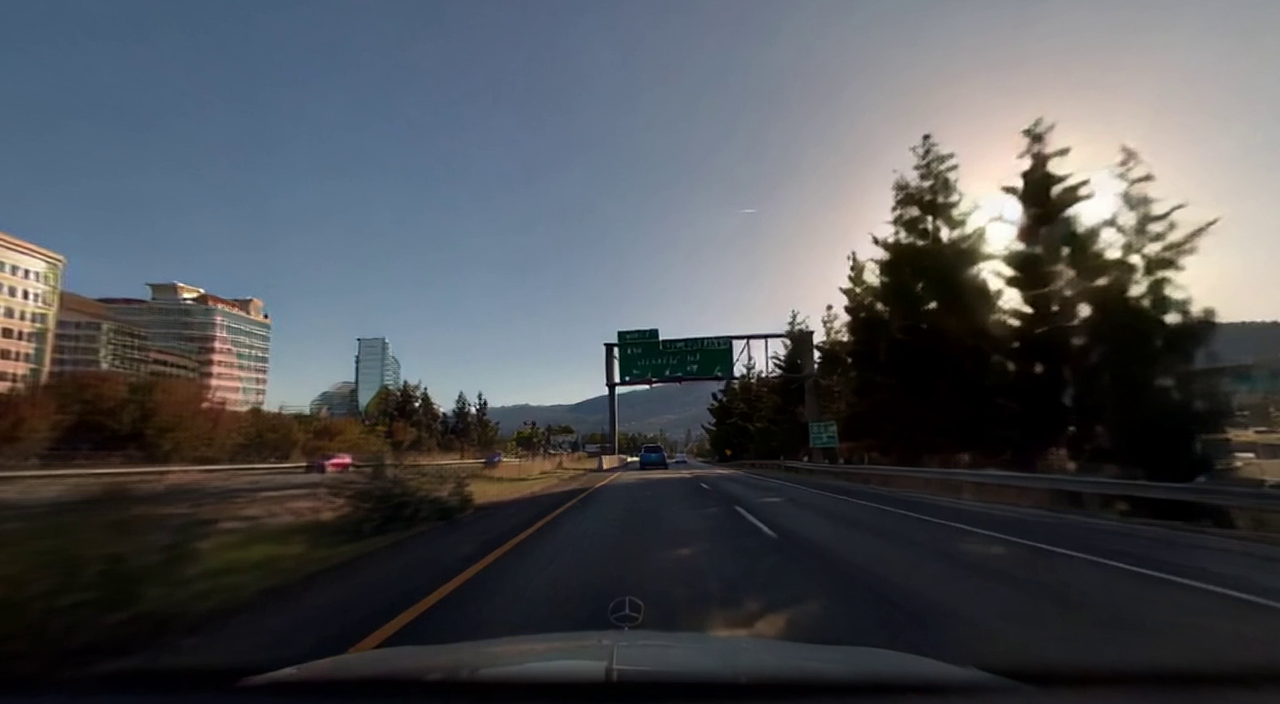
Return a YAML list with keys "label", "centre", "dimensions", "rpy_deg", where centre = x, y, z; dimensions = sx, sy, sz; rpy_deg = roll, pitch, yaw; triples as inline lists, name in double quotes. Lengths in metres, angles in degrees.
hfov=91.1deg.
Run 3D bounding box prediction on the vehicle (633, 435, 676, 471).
- label: "vehicle"
  centre: [0.983, 6.484, 40.476]
  dimensions: [2.546, 2.126, 5.153]
  rpy_deg: [0, -8, 3]
